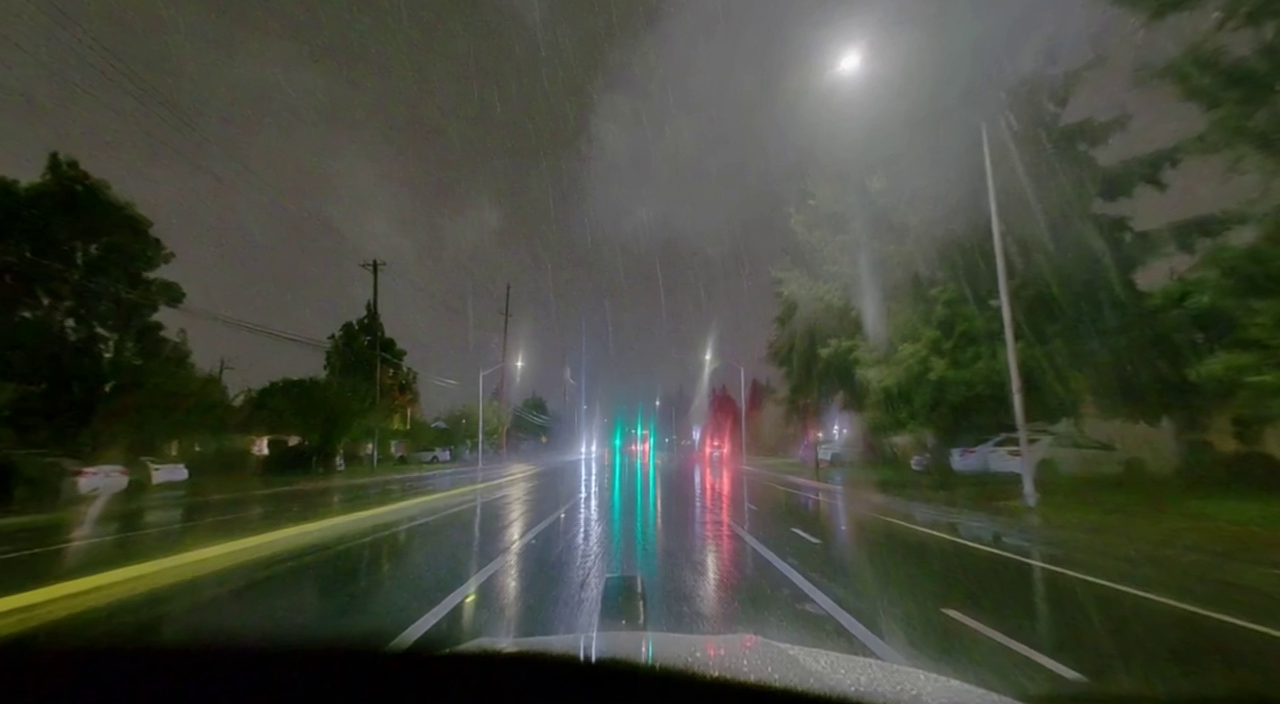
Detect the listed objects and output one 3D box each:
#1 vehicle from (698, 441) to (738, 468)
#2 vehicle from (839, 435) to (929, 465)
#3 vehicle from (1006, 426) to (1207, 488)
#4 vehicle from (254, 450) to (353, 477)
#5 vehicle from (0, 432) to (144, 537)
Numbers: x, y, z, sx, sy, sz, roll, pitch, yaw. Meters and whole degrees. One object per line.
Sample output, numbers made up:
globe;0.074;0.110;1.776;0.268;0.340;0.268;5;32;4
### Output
vehicle;5.537;7.353;45.216;2.114;1.799;4.960;0;-9;-2
vehicle;14.076;5.668;36.447;4.399;1.663;1.970;0;-8;1
vehicle;14.468;3.238;19.645;4.740;1.665;2.090;-1;-8;-6
vehicle;-19.160;6.345;35.880;4.500;1.482;1.916;0;-9;1
vehicle;-12.828;2.600;12.537;2.125;1.914;4.759;-2;-7;-3
